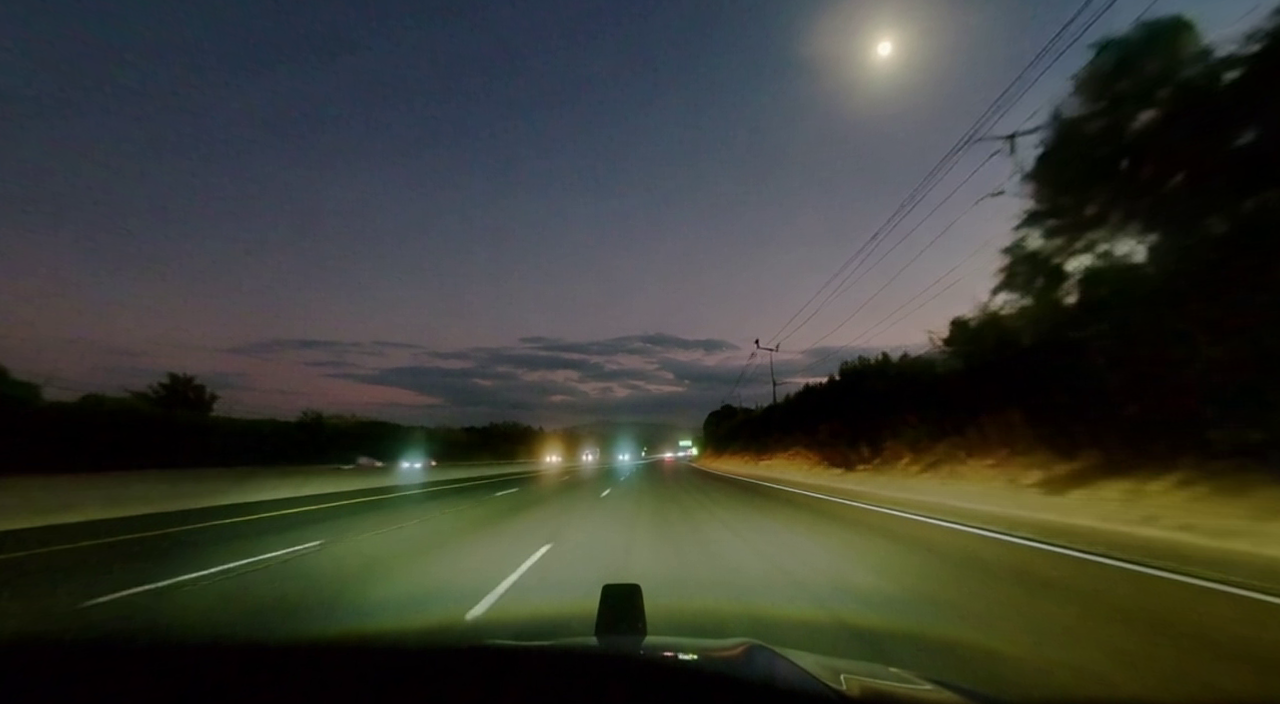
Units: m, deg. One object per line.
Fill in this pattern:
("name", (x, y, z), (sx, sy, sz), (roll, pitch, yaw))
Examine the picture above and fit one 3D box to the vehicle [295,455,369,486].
("vehicle", (-18.070, 6.927, 37.213), (1.879, 1.641, 4.747), (0, -9, 1))
